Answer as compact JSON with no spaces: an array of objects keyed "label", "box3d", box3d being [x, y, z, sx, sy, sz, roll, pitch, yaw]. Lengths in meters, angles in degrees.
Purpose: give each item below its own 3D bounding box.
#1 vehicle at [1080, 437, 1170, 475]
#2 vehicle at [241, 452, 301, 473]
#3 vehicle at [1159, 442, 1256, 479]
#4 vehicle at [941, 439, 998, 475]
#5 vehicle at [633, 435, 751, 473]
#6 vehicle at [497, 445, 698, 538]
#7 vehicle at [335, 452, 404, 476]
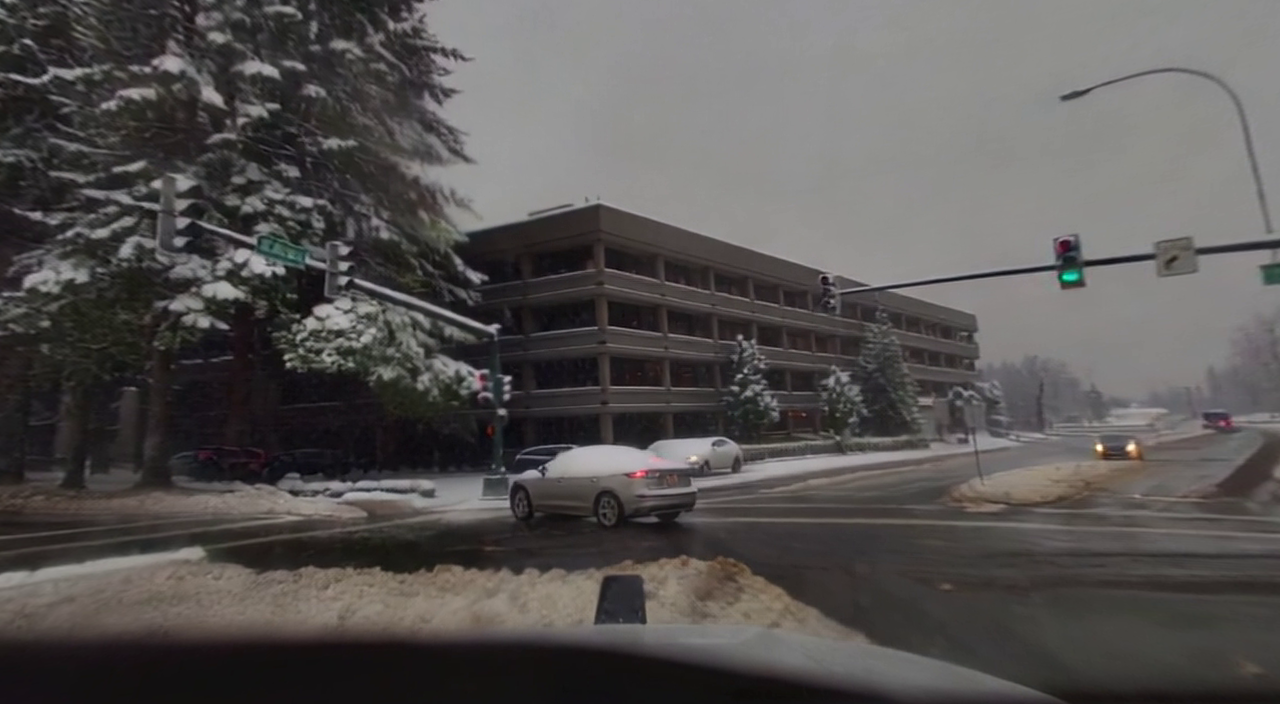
[{"label":"vehicle","box3d":[20.471,4.385,26.865,1.983,1.453,4.180,-3,-9,23]},{"label":"vehicle","box3d":[-26.678,7.991,45.759,1.627,1.392,3.330,-3,-9,24]},{"label":"vehicle","box3d":[23.263,4.427,26.092,1.889,1.358,3.751,-4,-9,25]},{"label":"vehicle","box3d":[15.280,4.850,29.499,2.024,1.489,4.613,-4,-9,24]},{"label":"vehicle","box3d":[2.802,5.503,34.342,6.021,1.868,2.172,-4,-9,24]},{"label":"vehicle","box3d":[-1.020,2.696,12.970,1.903,1.529,4.254,7,-11,-40]},{"label":"vehicle","box3d":[-17.699,7.340,41.514,1.709,1.410,3.945,-3,-9,23]}]
